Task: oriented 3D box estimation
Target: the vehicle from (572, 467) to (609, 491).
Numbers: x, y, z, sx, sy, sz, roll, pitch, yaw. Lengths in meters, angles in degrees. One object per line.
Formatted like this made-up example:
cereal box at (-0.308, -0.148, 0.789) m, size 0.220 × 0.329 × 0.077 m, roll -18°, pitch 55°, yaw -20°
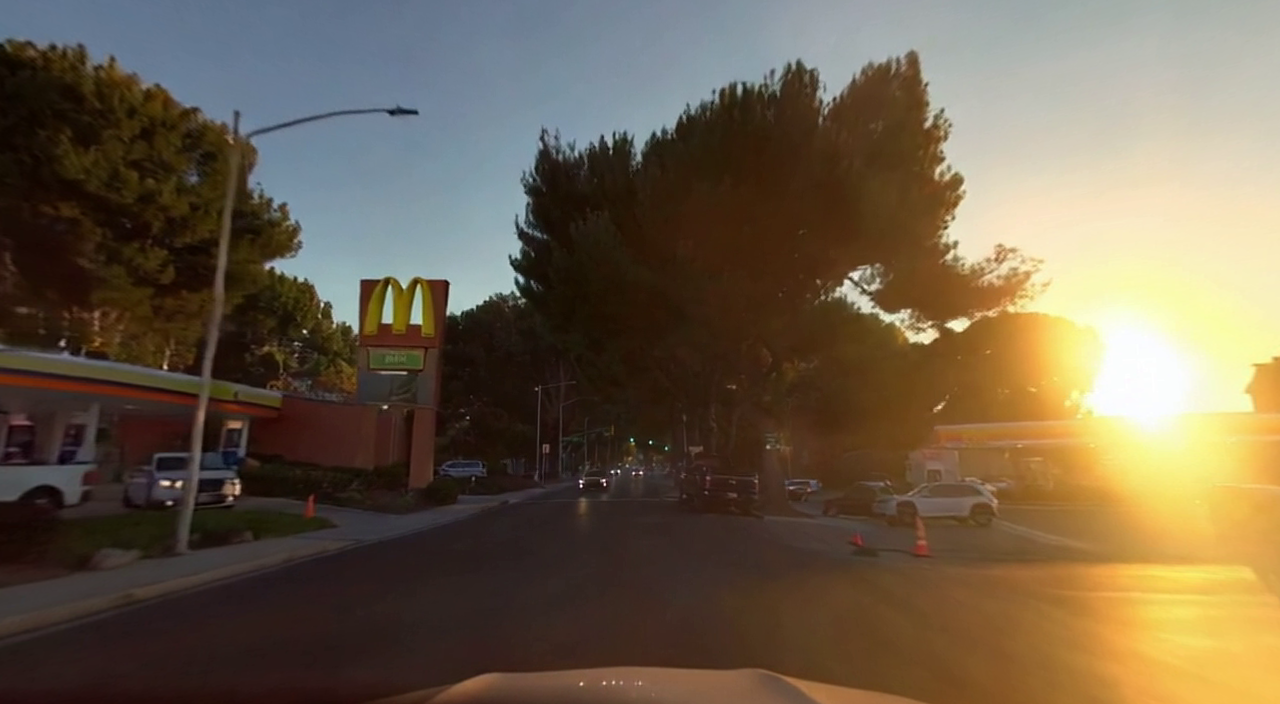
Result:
vehicle at (-3.245, 8.434, 41.951) m, size 1.999 × 1.467 × 4.256 m, roll 0°, pitch -10°, yaw 1°

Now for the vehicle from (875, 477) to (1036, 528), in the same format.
vehicle at (9.899, 4.738, 20.020) m, size 4.123 × 1.446 × 1.807 m, roll 1°, pitch -10°, yaw -1°

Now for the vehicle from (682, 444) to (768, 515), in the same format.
vehicle at (2.698, 4.278, 21.407) m, size 2.153 × 2.074 × 5.188 m, roll 1°, pitch -10°, yaw -1°

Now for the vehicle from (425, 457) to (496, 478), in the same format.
vehicle at (-13.360, 8.619, 47.106) m, size 4.677 × 1.478 × 1.904 m, roll 0°, pitch -10°, yaw 4°

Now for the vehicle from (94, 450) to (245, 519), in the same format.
vehicle at (-12.290, 3.419, 16.517) m, size 2.871 × 1.604 × 1.710 m, roll 10°, pitch -14°, yaw -41°

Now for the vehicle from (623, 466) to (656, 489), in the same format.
vehicle at (0.008, 8.618, 43.375) m, size 1.993 × 1.454 × 3.810 m, roll 0°, pitch -10°, yaw 4°

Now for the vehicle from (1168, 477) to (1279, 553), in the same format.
vehicle at (15.393, 3.865, 15.105) m, size 2.096 × 1.611 × 3.912 m, roll 0°, pitch -10°, yaw 3°
